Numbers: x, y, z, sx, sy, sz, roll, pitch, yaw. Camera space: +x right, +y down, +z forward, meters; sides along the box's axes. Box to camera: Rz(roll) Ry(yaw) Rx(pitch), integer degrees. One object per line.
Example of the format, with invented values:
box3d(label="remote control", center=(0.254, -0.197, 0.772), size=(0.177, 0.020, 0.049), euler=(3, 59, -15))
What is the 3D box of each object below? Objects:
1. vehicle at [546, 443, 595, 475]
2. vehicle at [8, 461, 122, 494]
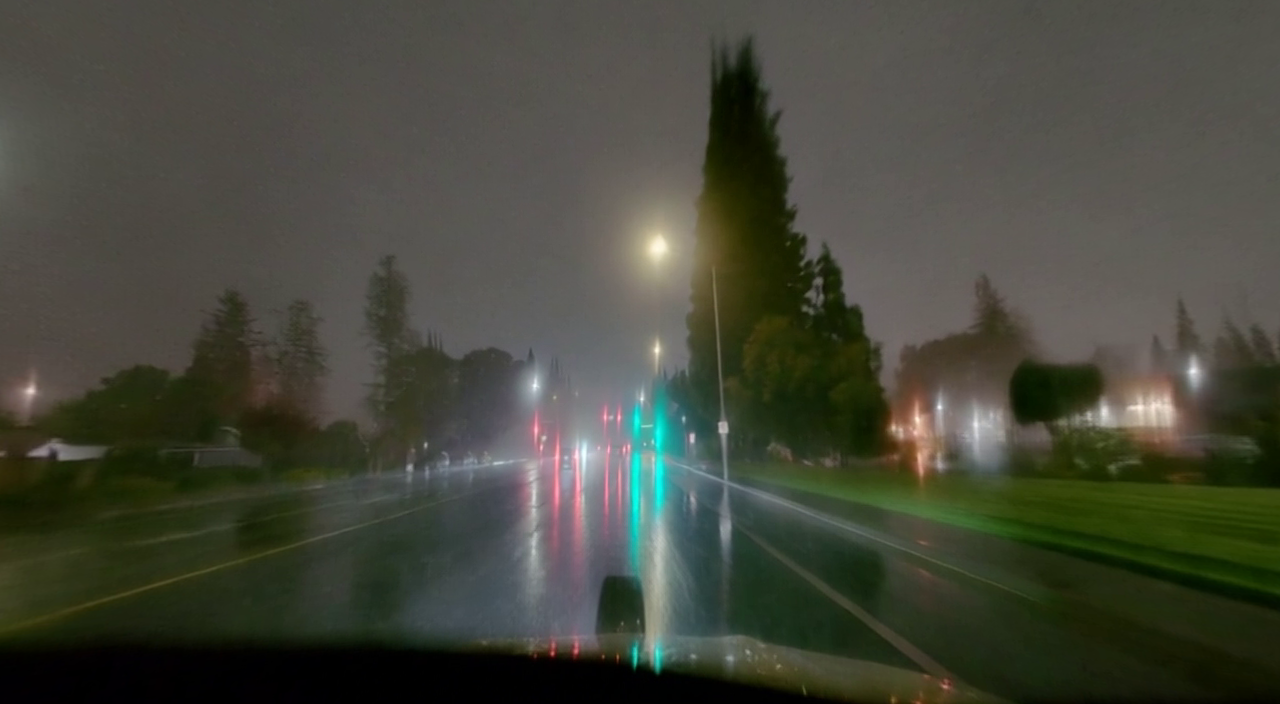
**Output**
box3d(label="vehicle", center=(-3.459, 5.406, 32.087), size=(2.030, 1.467, 4.251), euler=(0, -9, -1))
box3d(label="vehicle", center=(-28.673, 6.251, 31.605), size=(3.814, 1.512, 1.948), euler=(0, -8, 2))
